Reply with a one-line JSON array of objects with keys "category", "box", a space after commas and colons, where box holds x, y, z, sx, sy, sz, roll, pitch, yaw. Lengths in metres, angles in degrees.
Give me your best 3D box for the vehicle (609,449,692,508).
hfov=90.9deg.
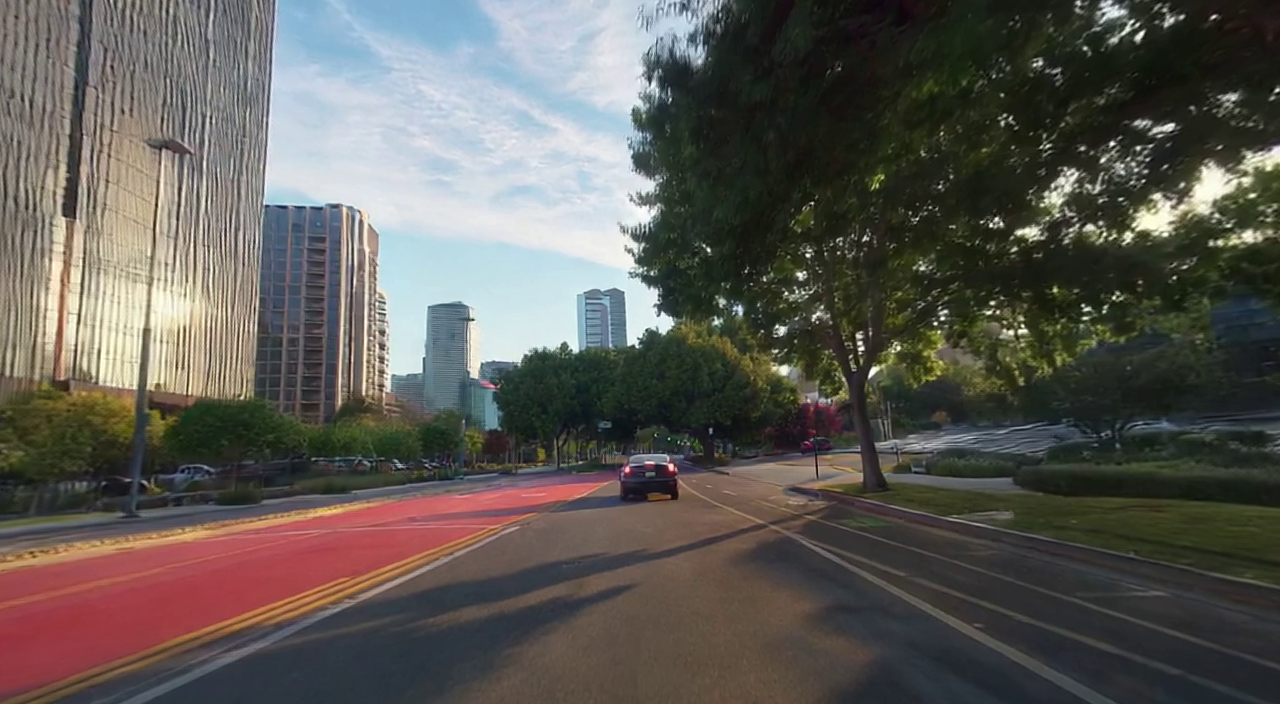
[{"category": "vehicle", "box": [0.220, 3.490, 17.833, 2.063, 1.442, 4.135, 0, -9, -1]}]
